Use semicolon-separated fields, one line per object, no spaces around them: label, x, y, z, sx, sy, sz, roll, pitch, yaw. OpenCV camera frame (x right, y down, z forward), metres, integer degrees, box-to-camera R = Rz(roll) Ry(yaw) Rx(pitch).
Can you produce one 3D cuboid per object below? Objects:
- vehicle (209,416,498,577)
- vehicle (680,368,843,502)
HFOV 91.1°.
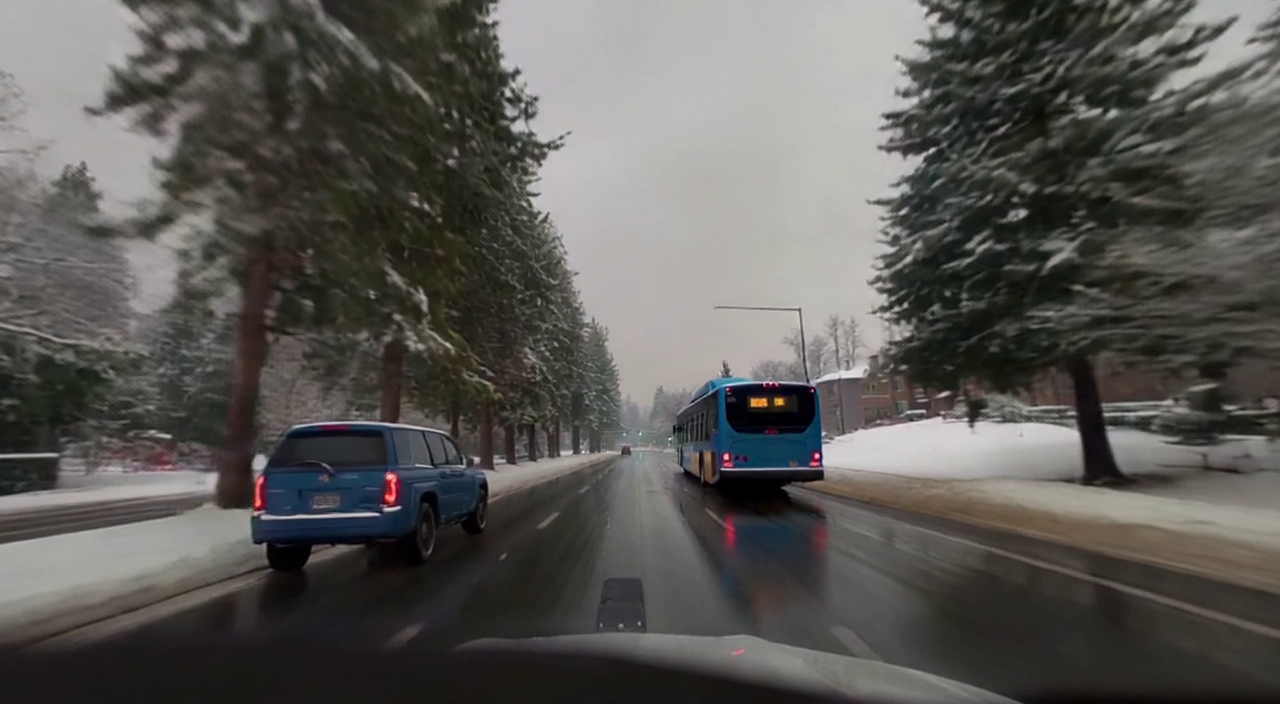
vehicle;-3.695;1.929;9.218;2.111;1.767;4.333;0;-8;1
vehicle;3.375;2.944;21.757;3.072;3.278;12.747;0;-8;0
